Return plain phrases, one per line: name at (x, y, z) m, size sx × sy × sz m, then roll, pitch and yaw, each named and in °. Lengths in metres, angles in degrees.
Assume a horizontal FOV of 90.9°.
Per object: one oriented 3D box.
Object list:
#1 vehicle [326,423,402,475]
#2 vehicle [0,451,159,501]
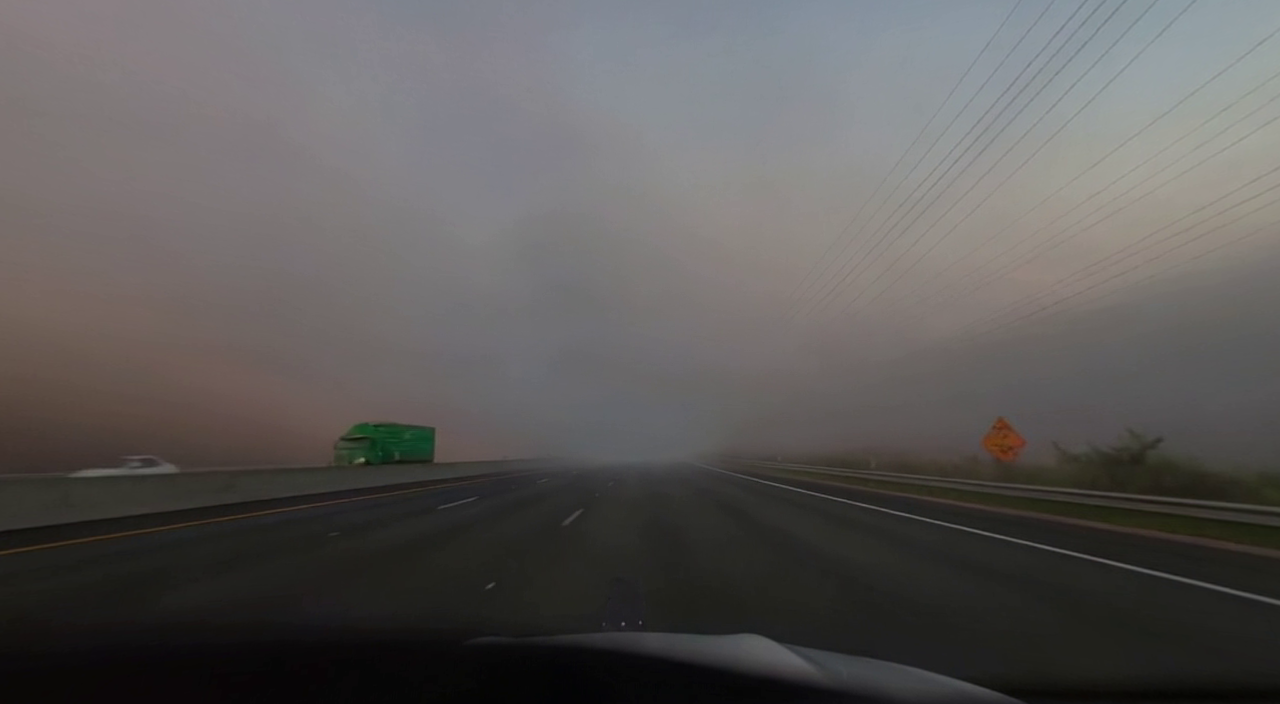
vehicle at (-21.660, 7.698, 49.885) m, size 2.923 × 3.816 × 6.441 m, roll 0°, pitch -9°, yaw 1°
vehicle at (-18.923, 4.112, 21.321) m, size 1.853 × 1.503 × 4.223 m, roll 0°, pitch -9°, yaw 1°
